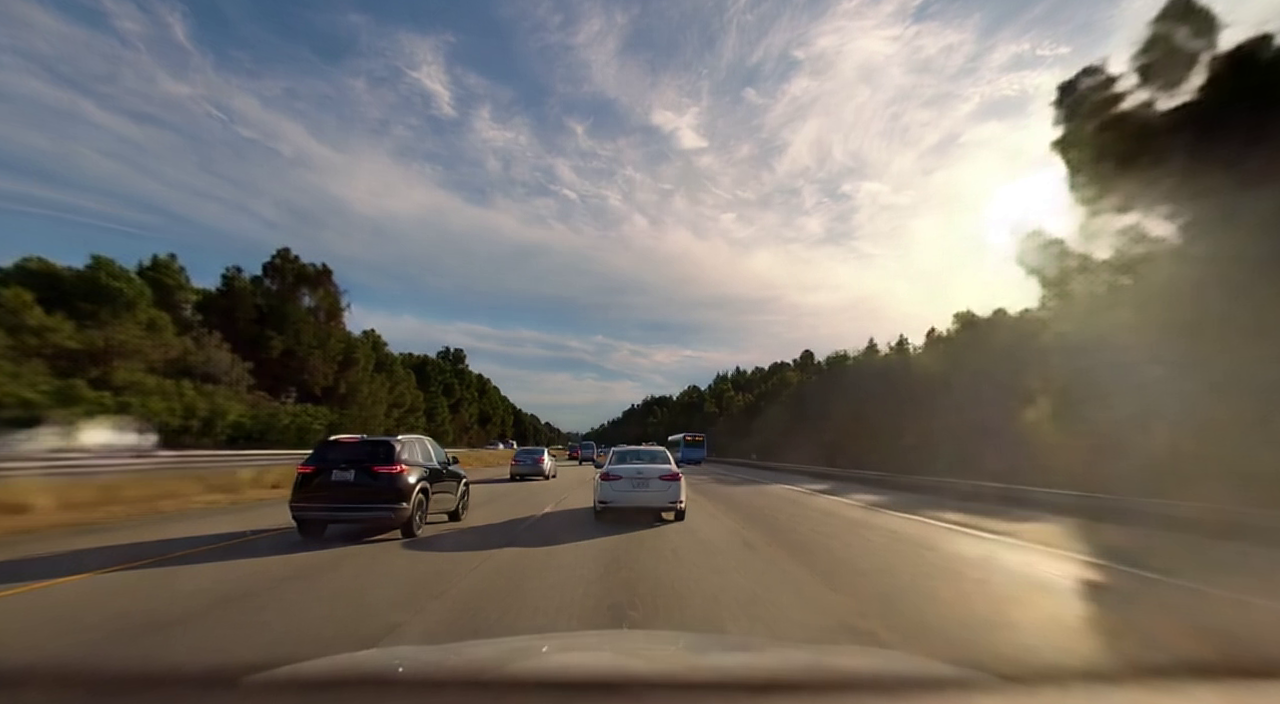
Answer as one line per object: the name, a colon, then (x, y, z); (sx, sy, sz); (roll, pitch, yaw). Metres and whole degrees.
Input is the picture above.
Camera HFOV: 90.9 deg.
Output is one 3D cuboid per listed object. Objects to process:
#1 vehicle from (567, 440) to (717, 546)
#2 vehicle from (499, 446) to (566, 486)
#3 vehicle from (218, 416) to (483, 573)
vehicle: (-0.029, 2.325, 11.075); (2.120, 1.478, 4.179); (0, -9, -2)
vehicle: (-4.392, 4.713, 26.323); (2.122, 1.491, 3.800); (0, -9, -1)
vehicle: (-3.705, 1.888, 9.054); (1.830, 1.703, 4.142); (0, -9, 0)
